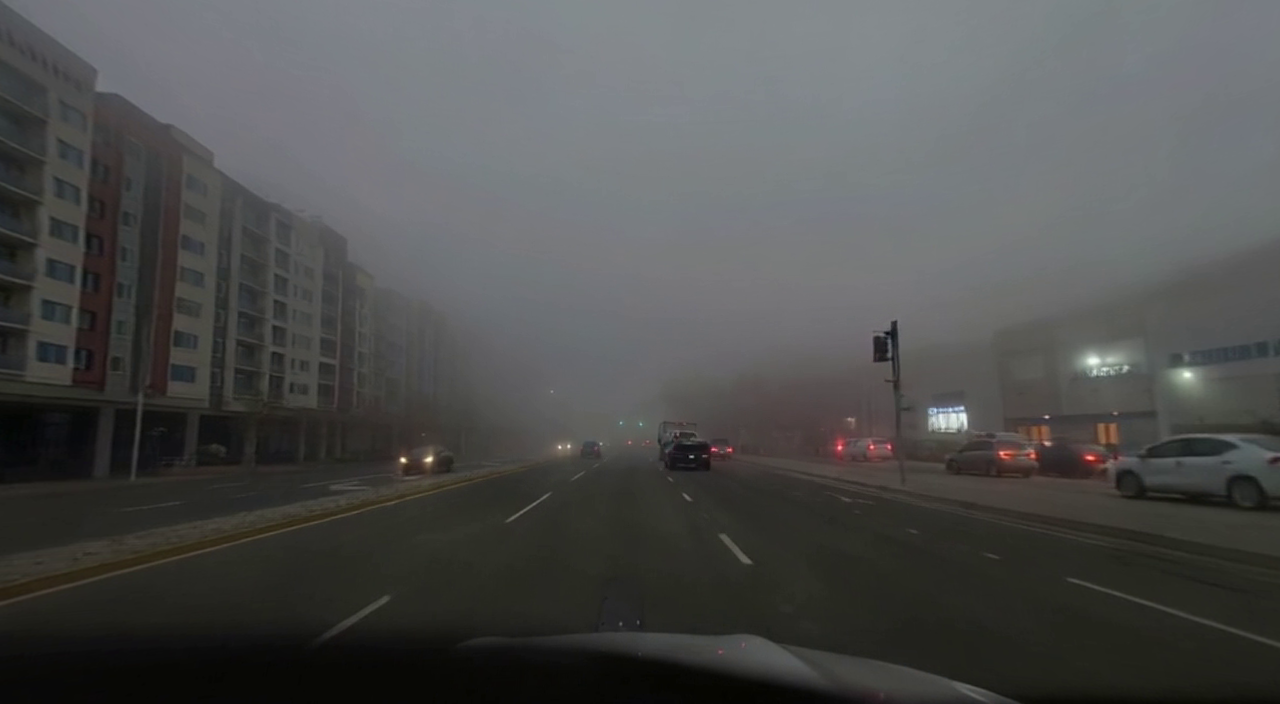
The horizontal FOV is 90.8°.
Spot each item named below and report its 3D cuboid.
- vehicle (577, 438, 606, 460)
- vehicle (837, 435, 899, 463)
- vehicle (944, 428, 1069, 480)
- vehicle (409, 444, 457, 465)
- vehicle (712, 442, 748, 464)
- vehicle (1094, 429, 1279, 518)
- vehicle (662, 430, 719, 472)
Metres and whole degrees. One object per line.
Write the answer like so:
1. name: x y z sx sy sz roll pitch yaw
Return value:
1. vehicle: -3.706 7.535 49.099 2.046 1.617 4.601 0 -8 -1
2. vehicle: 14.430 6.158 40.245 1.975 1.648 4.451 1 -8 -5
3. vehicle: 14.219 4.022 24.948 2.019 1.819 4.909 0 -9 1
4. vehicle: -15.438 7.649 47.392 2.019 1.471 4.513 0 -8 0
5. vehicle: 6.313 7.110 44.538 1.795 1.459 4.333 0 -8 -2
6. vehicle: 12.009 2.337 12.607 1.954 1.483 4.742 -2 -8 -7
7. vehicle: 2.282 4.691 29.992 2.130 1.787 5.126 0 -8 -1
